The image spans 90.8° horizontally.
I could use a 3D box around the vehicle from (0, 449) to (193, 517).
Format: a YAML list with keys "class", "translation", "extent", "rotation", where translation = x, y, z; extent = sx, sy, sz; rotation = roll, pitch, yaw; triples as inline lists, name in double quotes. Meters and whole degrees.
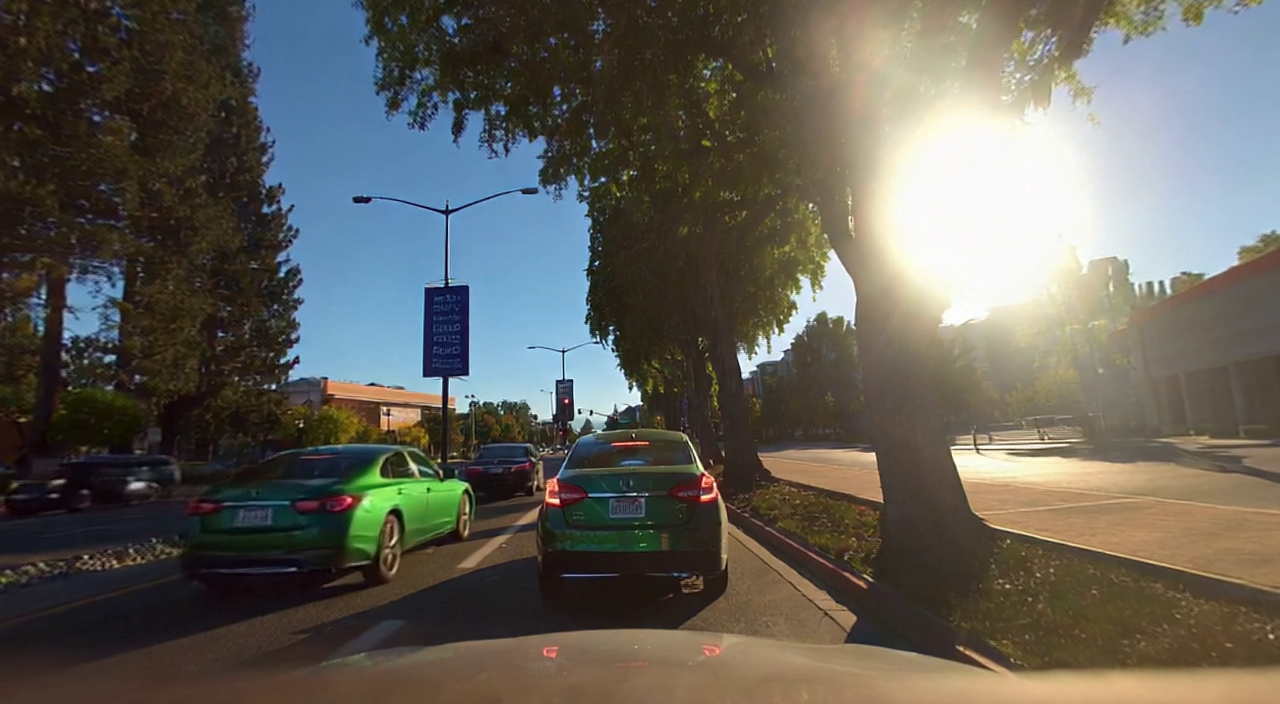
- class: "vehicle"
  translation: [-16.235, 3.842, 19.100]
  extent: [2.221, 1.732, 4.426]
  rotation: [0, -8, -1]

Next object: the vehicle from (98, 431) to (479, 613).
- class: "vehicle"
  translation: [-3.381, 1.691, 7.323]
  extent: [1.952, 1.431, 4.383]
  rotation: [0, -8, -1]

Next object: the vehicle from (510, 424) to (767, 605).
- class: "vehicle"
  translation: [-0.067, 1.640, 7.293]
  extent: [2.126, 1.475, 3.967]
  rotation: [0, -8, -2]
